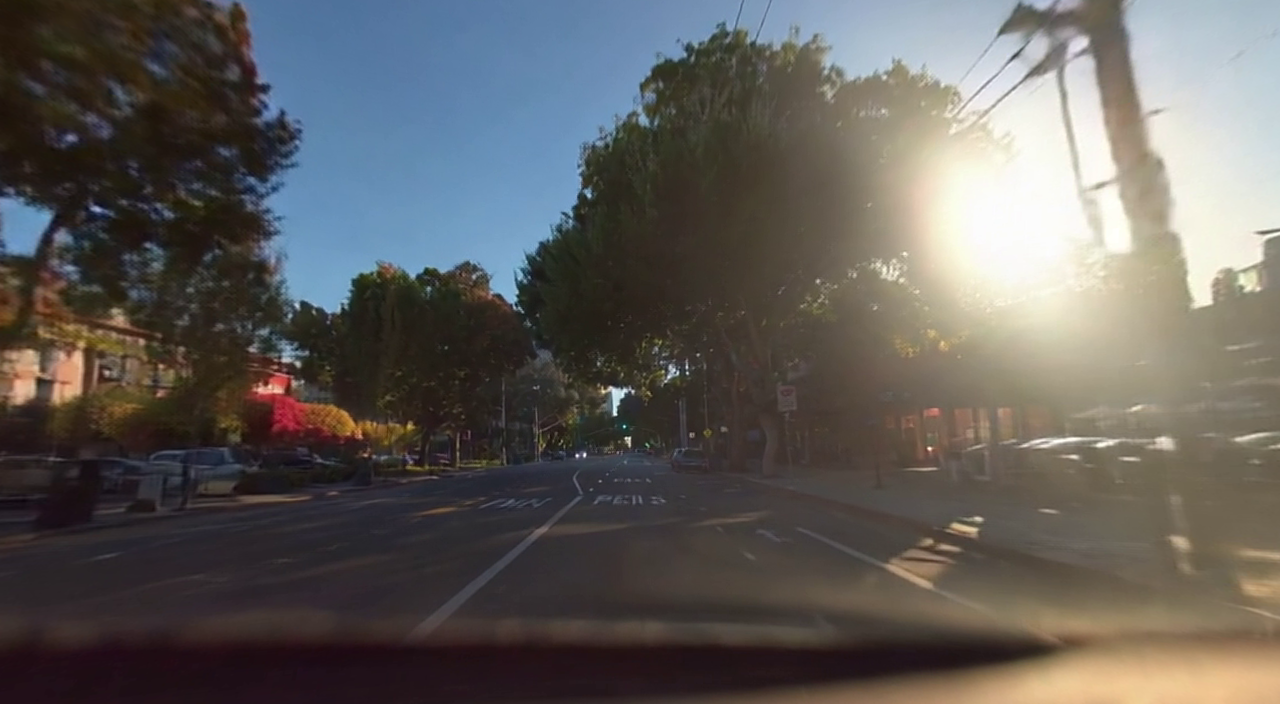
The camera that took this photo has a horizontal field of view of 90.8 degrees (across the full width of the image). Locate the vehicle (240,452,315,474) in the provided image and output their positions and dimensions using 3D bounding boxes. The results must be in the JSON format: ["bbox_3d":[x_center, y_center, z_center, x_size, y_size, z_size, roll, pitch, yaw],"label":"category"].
[{"bbox_3d":[-26.209,8.058,45.834,4.402,1.449,1.880,4,-8,-19],"label":"vehicle"}]

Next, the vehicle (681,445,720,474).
[{"bbox_3d":[3.847,6.906,40.941,1.957,1.753,4.413,1,-8,-2],"label":"vehicle"}]

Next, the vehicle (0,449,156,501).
[{"bbox_3d":[-20.055,4.312,22.585,1.981,1.510,4.439,1,-7,0],"label":"vehicle"}]
